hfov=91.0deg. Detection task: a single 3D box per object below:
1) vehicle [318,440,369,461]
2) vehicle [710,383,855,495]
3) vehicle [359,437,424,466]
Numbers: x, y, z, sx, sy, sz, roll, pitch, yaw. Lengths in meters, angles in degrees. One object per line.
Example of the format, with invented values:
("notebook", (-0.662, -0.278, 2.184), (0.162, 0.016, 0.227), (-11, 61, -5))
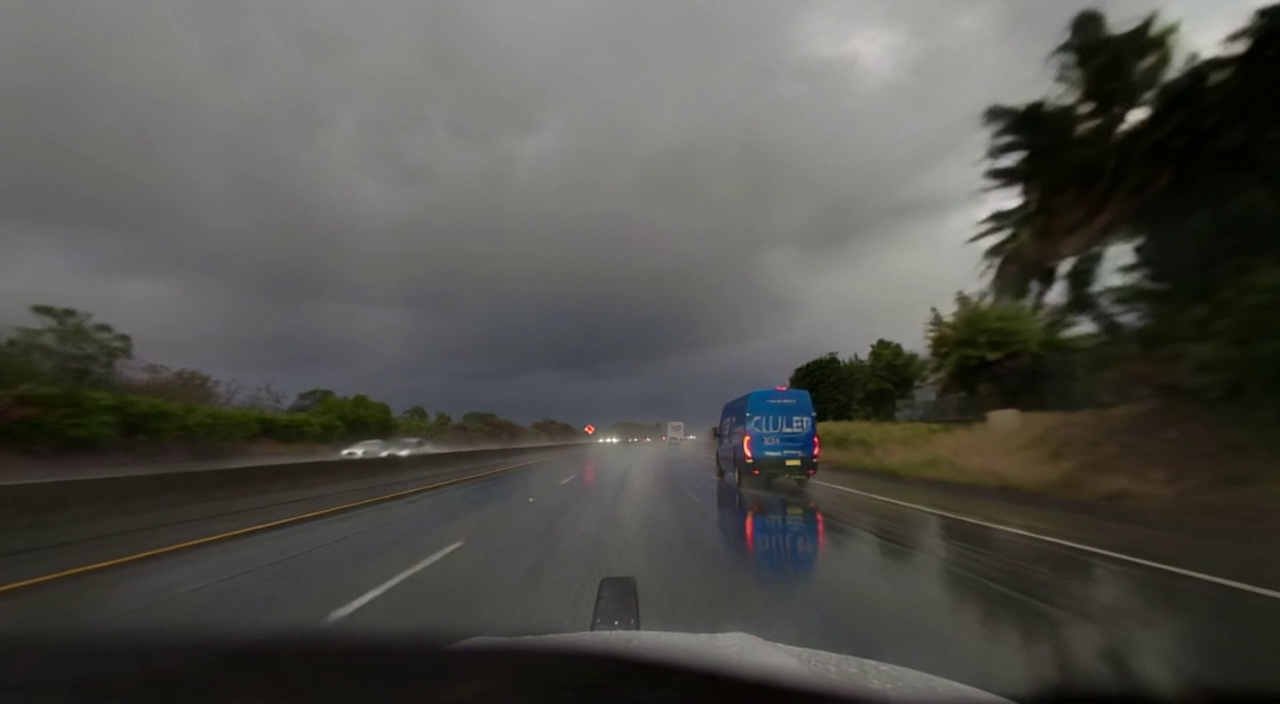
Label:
("vehicle", (-21.788, 7.210, 46.354), (1.803, 1.472, 3.887), (-1, -8, 1))
("vehicle", (3.602, 2.392, 17.360), (2.485, 2.562, 5.535), (0, -8, -2))
("vehicle", (-14.006, 5.612, 35.773), (1.965, 1.529, 4.212), (0, -8, 0))
